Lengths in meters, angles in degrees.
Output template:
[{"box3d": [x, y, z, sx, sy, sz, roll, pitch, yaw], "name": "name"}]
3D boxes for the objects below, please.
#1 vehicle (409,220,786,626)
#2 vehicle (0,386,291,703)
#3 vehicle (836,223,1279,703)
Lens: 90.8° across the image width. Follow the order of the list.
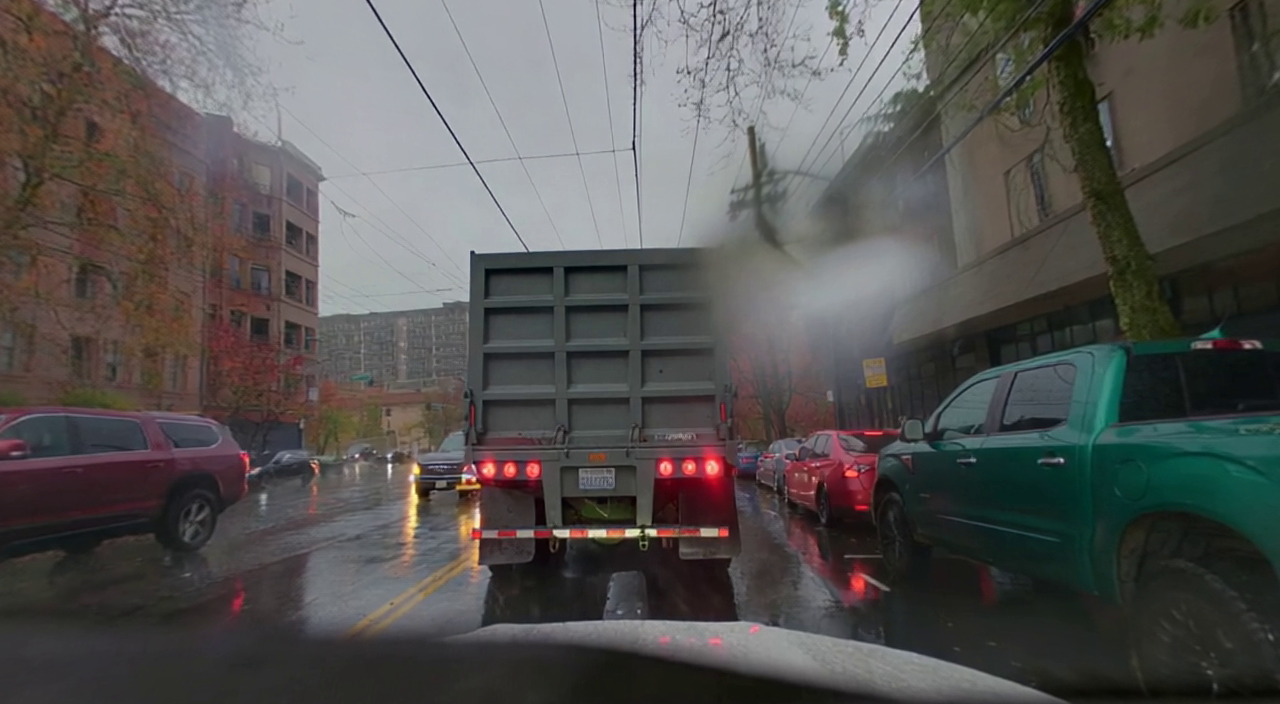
[{"box3d": [-0.235, 1.100, 9.121, 2.878, 3.204, 8.244, 0, -8, 1], "name": "vehicle"}, {"box3d": [-4.119, 1.036, 3.298, 1.988, 1.657, 4.492, 0, -8, 0], "name": "vehicle"}, {"box3d": [3.230, 0.845, 3.870, 2.242, 1.979, 5.722, 0, -8, 0], "name": "vehicle"}]
